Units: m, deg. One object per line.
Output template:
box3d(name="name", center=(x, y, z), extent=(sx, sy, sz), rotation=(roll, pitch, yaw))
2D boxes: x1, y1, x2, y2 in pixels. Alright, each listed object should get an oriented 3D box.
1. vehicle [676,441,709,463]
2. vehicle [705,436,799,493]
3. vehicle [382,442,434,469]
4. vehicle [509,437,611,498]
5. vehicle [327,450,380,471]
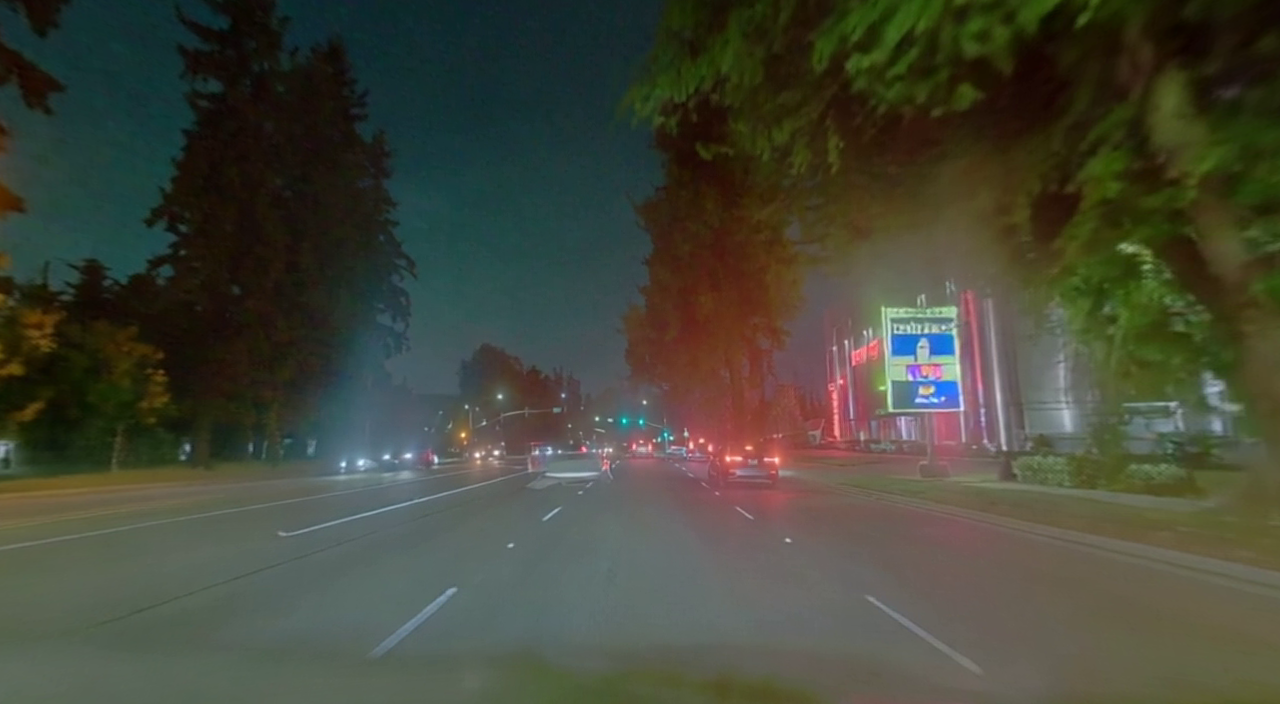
box3d(name="vehicle", center=(3.723, 7.113, 45.083), extent=(1.913, 1.463, 4.198), rotation=(0, -8, -1))
box3d(name="vehicle", center=(3.232, 3.338, 19.091), extent=(1.948, 1.474, 4.360), rotation=(0, -8, -1))
box3d(name="vehicle", center=(-15.299, 6.863, 41.845), extent=(1.863, 1.658, 4.078), rotation=(0, -8, 1))
box3d(name="vehicle", center=(-2.013, 3.062, 17.089), extent=(1.971, 1.433, 3.923), rotation=(-1, -8, 5))
box3d(name="vehicle", center=(-21.899, 8.288, 48.390), extent=(1.848, 1.450, 4.678), rotation=(0, -8, 0))
